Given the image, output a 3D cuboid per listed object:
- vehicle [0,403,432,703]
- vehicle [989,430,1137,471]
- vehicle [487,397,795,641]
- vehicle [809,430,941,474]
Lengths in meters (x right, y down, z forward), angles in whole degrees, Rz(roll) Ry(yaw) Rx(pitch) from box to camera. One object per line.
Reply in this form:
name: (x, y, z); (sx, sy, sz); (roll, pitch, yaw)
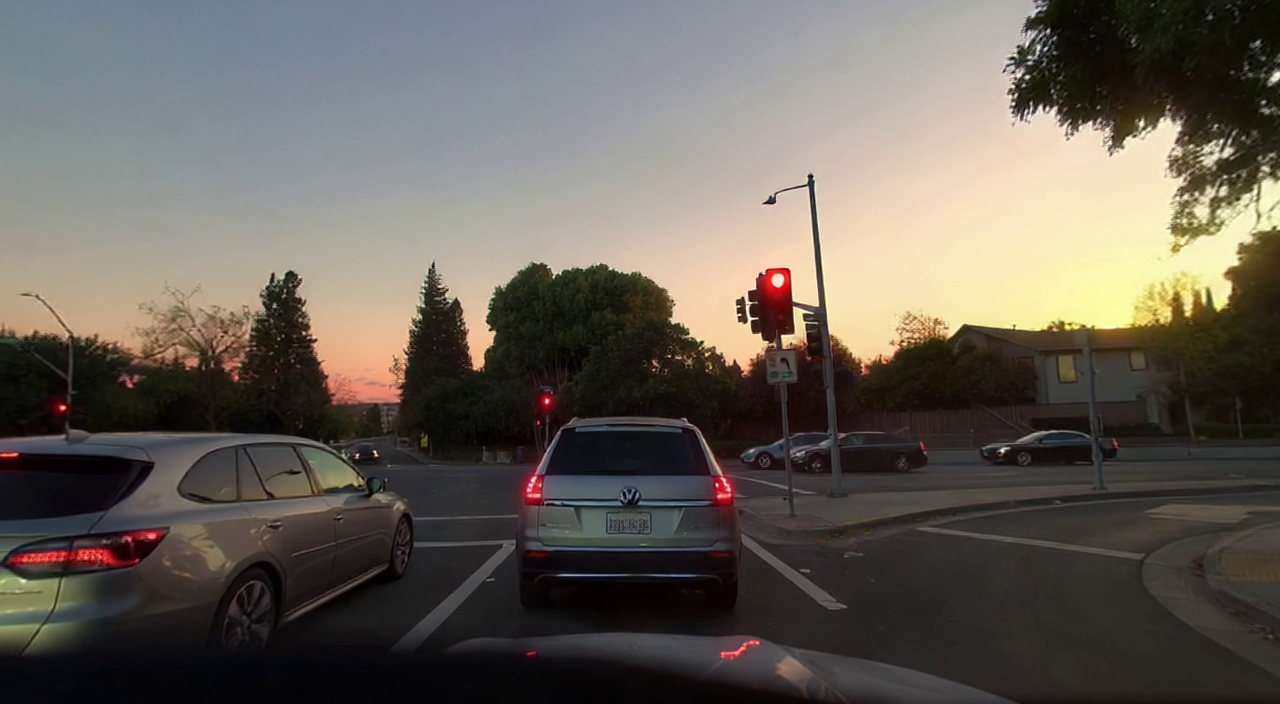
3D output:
vehicle: (-3.284, 1.275, 4.719); (2.035, 1.492, 4.415); (0, -9, -1)
vehicle: (17.436, 4.097, 26.260); (4.670, 1.616, 1.926); (-1, -9, 6)
vehicle: (-0.132, 1.469, 6.569); (2.154, 1.670, 4.140); (1, -9, -4)
vehicle: (9.945, 4.281, 27.091); (4.887, 1.769, 2.035); (-1, -9, 6)
